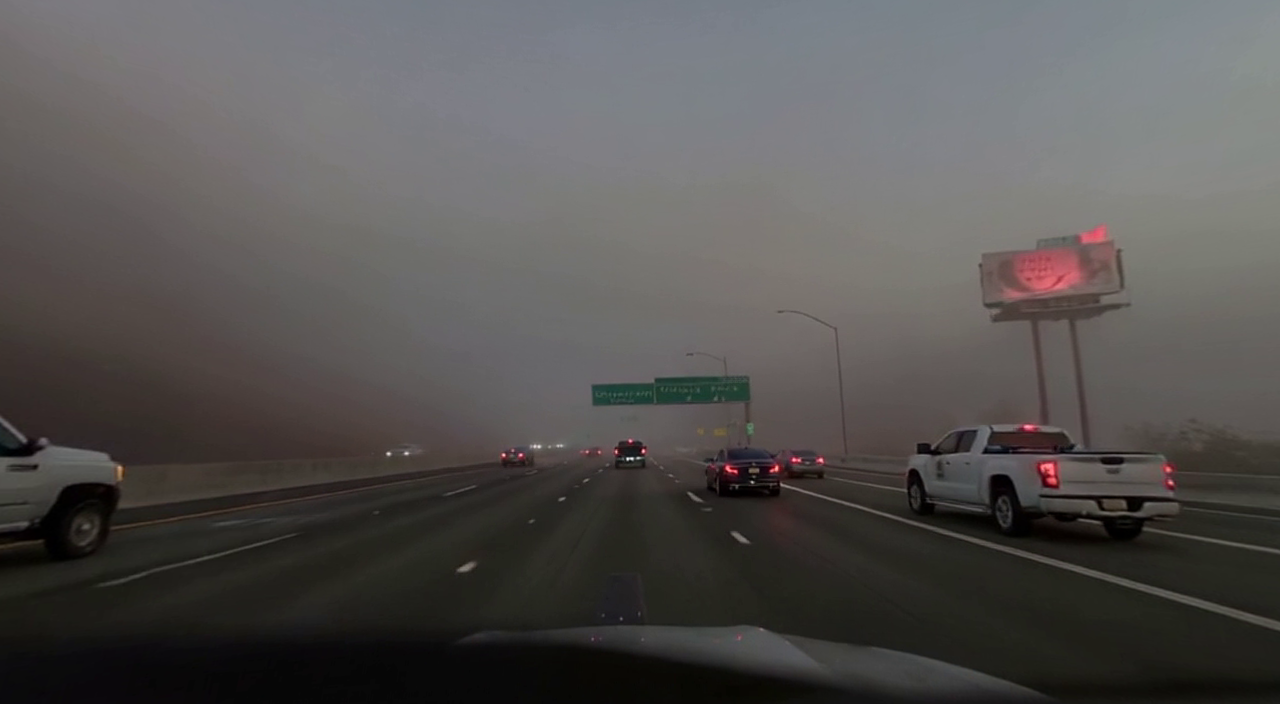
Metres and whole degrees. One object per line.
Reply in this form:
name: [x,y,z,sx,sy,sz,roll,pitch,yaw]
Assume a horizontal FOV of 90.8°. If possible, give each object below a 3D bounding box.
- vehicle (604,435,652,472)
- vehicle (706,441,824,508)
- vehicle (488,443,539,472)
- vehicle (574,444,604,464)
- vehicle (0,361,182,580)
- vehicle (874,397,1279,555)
vehicle: [-0.603,5.336,33.359,2.323,1.805,4.729,0,-8,0]
vehicle: [2.966,3.004,16.034,2.011,1.462,4.286,0,-8,-1]
vehicle: [-7.038,5.907,35.630,1.920,1.482,4.385,0,-8,0]
vehicle: [-3.972,8.037,49.726,1.935,1.487,4.076,0,-8,0]
vehicle: [-7.150,0.974,5.013,2.444,2.012,6.122,0,-8,0]
vehicle: [6.511,1.948,10.758,2.635,1.919,5.907,0,-8,-2]
